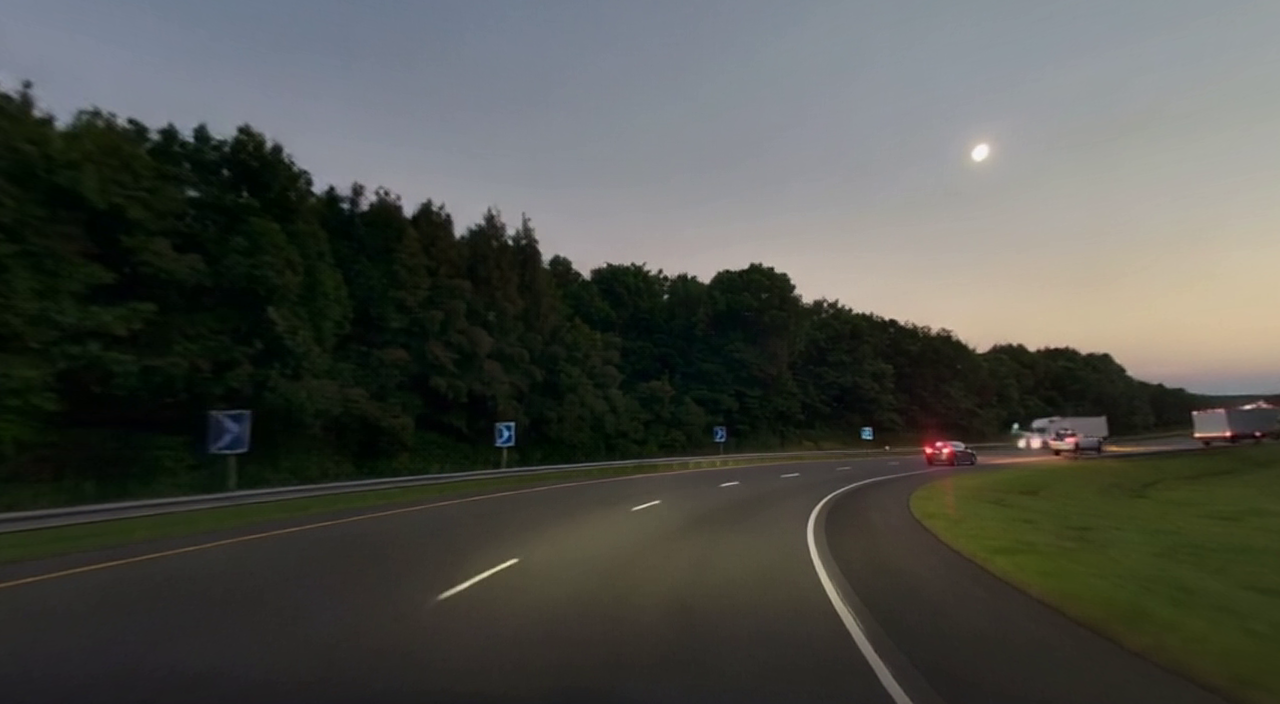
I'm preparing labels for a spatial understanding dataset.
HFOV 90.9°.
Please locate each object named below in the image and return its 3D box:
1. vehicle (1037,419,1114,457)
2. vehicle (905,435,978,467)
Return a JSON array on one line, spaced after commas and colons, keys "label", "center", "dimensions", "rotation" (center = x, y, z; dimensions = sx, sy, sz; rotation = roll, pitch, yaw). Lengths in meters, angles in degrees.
[{"label": "vehicle", "center": [34.293, 6.831, 49.563], "dimensions": [5.981, 2.823, 2.498], "rotation": [5, -10, -31]}, {"label": "vehicle", "center": [17.203, 5.632, 35.826], "dimensions": [4.325, 1.674, 2.221], "rotation": [8, -12, -43]}]
